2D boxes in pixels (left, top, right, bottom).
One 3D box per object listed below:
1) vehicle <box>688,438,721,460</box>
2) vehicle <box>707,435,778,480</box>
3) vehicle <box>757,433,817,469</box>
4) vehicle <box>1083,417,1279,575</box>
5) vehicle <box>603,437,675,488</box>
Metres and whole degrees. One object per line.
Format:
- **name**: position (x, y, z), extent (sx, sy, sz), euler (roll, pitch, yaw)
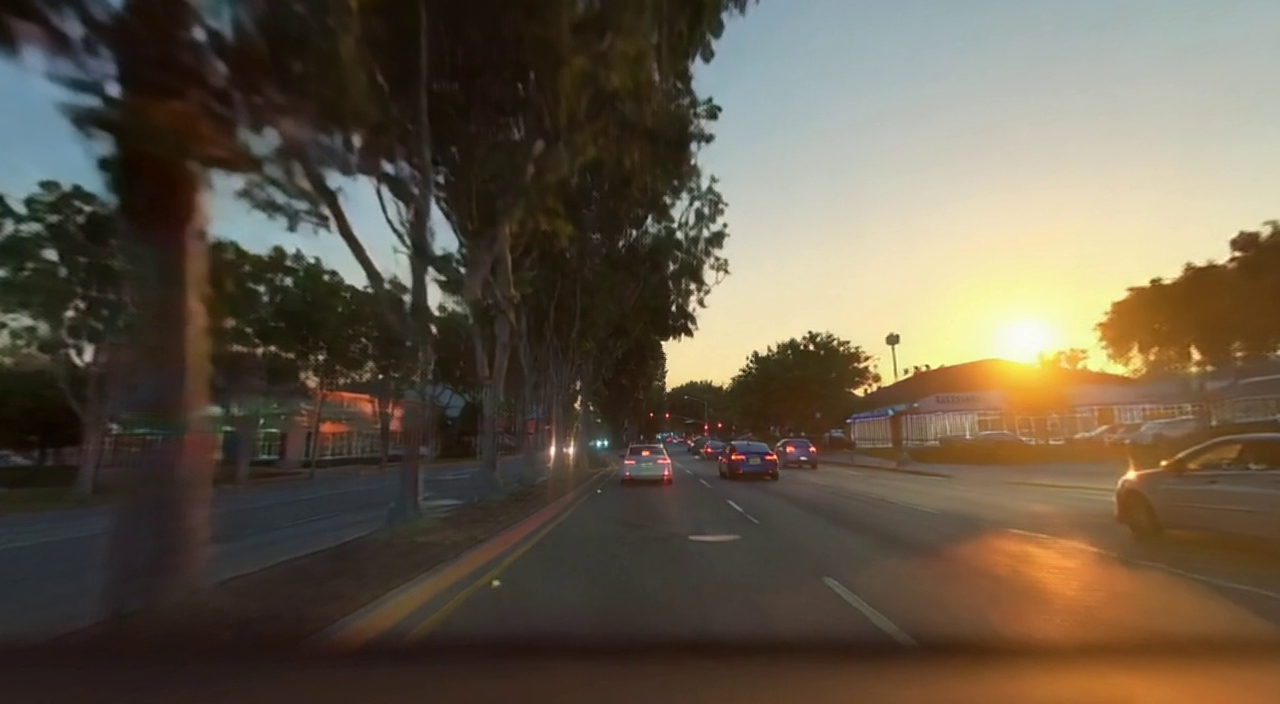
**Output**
- **vehicle**: position (4.539, 6.919, 44.977), extent (1.862, 1.457, 4.204), euler (0, -8, 0)
- **vehicle**: position (3.794, 3.988, 24.121), extent (1.988, 1.528, 4.144), euler (0, -8, 0)
- **vehicle**: position (7.512, 5.099, 32.642), extent (2.044, 1.701, 4.397), euler (0, -8, 0)
- **vehicle**: position (7.156, 1.459, 6.577), extent (1.892, 1.515, 4.400), euler (0, -8, 1)
- **vehicle**: position (-0.001, 3.535, 20.476), extent (2.096, 1.473, 3.893), euler (0, -8, 1)
